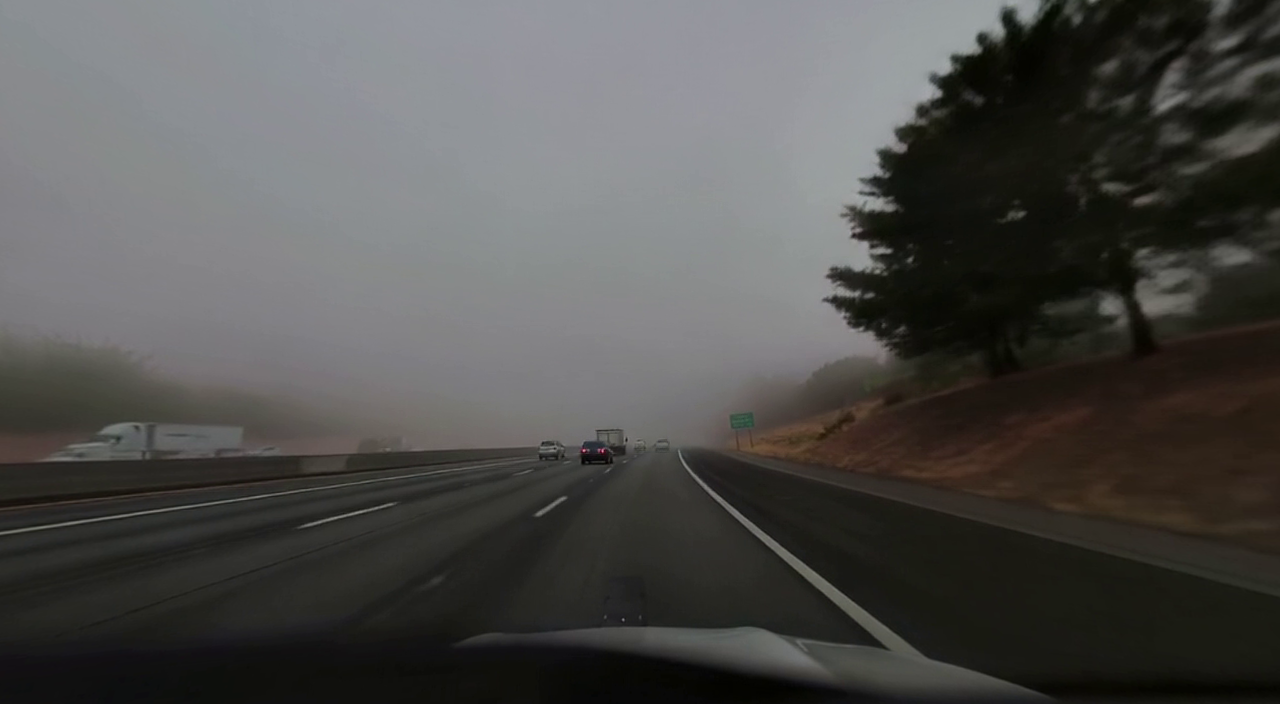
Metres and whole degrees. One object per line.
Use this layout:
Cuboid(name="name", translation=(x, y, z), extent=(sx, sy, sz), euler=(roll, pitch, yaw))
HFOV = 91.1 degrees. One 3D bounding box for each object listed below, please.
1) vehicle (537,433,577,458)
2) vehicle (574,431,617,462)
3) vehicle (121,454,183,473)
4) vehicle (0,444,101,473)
Cuboid(name="vehicle", translation=(-6.027, 6.883, 46.058), extent=(2.078, 1.729, 4.722), euler=(0, -8, 3))
Cuboid(name="vehicle", translation=(-2.622, 5.719, 37.892), extent=(2.194, 1.766, 3.720), euler=(0, -8, 2))
Cuboid(name="vehicle", translation=(-36.557, 8.336, 47.147), extent=(1.550, 1.275, 3.866), euler=(-1, -8, 0))
Cuboid(name="vehicle", translation=(-40.853, 7.298, 43.335), extent=(2.024, 1.820, 5.703), euler=(0, -8, 2))
